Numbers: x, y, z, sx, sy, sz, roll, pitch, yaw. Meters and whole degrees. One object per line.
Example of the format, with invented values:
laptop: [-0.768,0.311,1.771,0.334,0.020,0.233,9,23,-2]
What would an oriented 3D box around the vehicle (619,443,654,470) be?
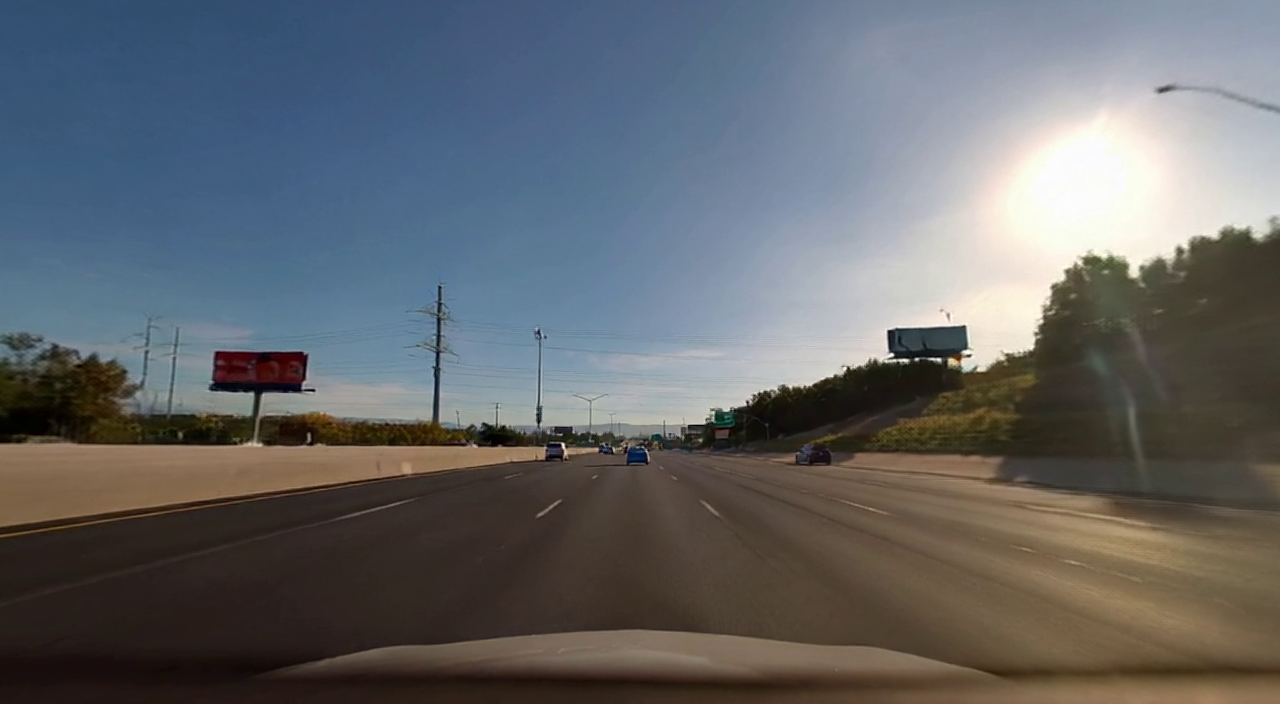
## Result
vehicle: [-0.249,6.516,39.600,2.074,1.574,3.971,0,-8,-1]

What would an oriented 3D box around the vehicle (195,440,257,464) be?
vehicle: [-27.966,6.754,42.758,1.701,1.477,3.541,0,-8,1]
